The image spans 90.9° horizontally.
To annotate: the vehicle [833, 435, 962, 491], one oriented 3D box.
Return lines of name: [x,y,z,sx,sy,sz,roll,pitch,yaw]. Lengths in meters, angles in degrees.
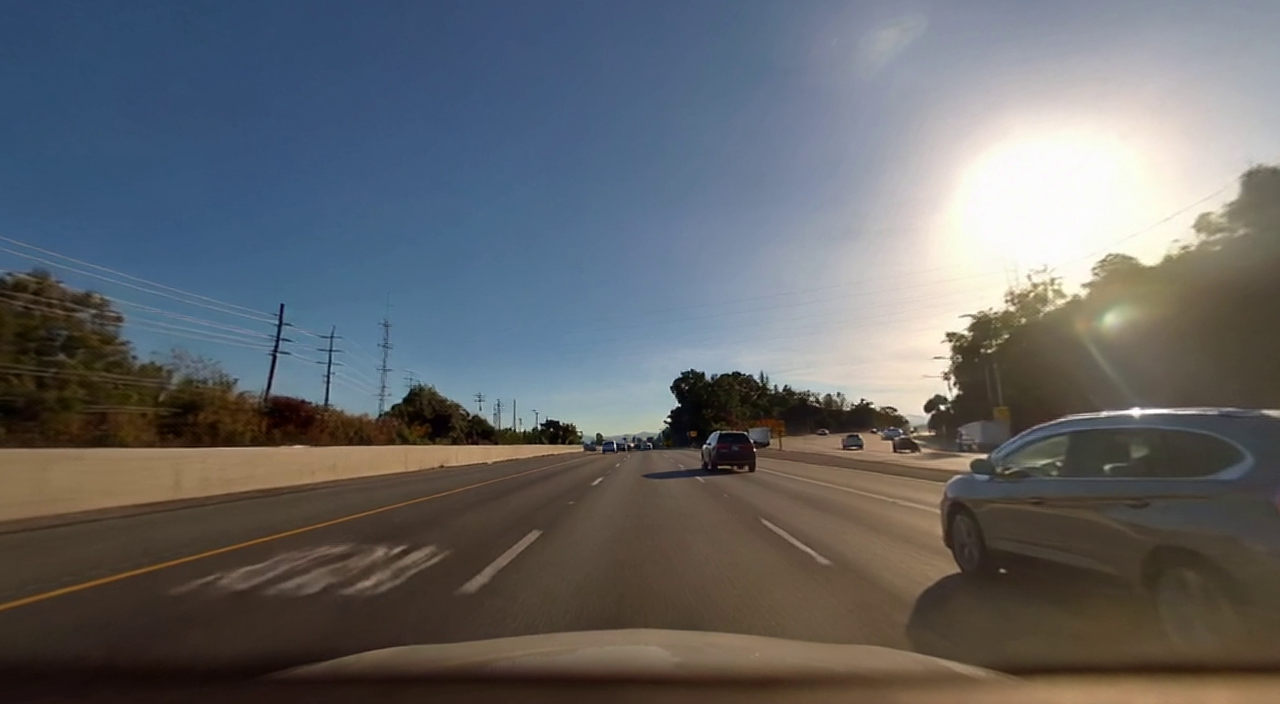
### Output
vehicle: [7.664,3.331,19.323,2.022,1.466,4.509,-1,-8,0]

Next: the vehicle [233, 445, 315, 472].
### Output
vehicle: [-28.509,8.300,49.494,2.663,1.853,6.491,0,-8,-1]

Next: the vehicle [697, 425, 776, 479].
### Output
vehicle: [3.918,4.191,26.791,2.442,2.022,5.466,-1,-8,0]

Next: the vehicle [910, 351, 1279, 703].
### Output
vehicle: [3.805,1.015,4.060,2.146,1.639,4.475,-1,-8,0]
